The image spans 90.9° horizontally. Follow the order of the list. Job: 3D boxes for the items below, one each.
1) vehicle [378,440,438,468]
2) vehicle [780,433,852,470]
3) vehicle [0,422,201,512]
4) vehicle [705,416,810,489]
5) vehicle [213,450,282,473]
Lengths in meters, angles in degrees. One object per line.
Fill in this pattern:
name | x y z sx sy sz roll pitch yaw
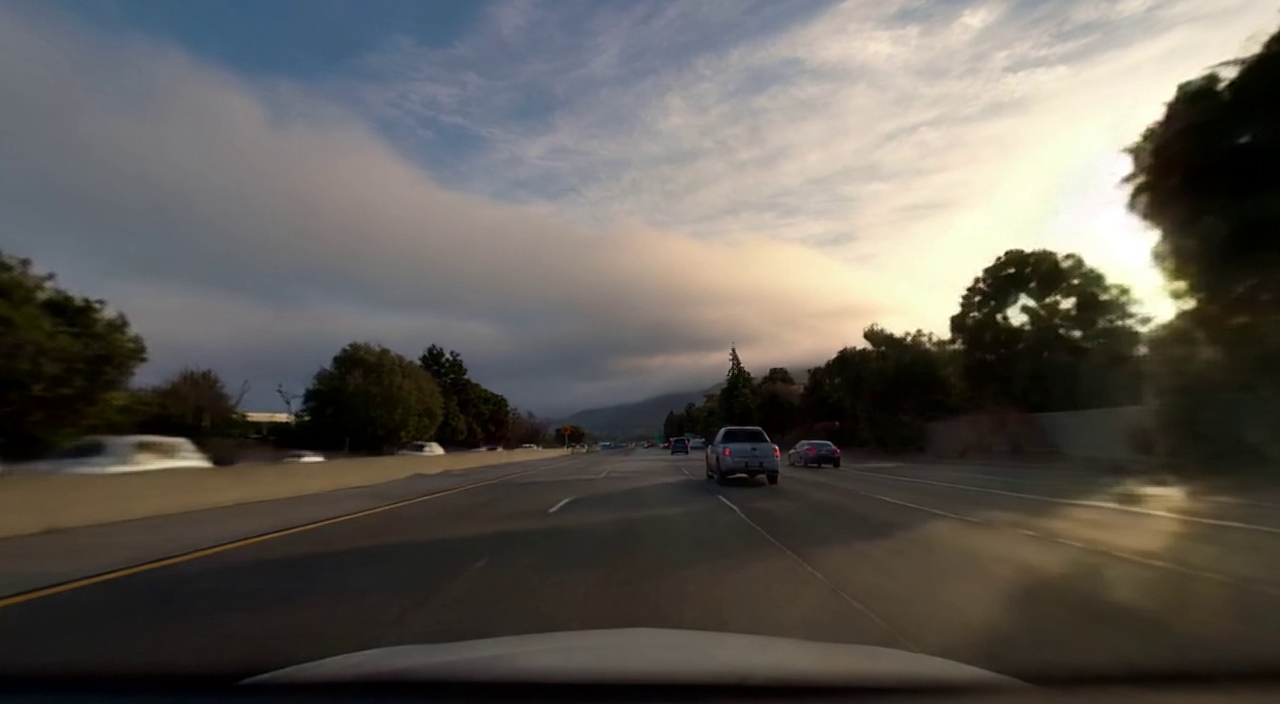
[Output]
vehicle | -14.291 6.291 39.114 1.978 1.626 4.596 0 -8 0
vehicle | 8.439 4.797 30.650 2.045 1.658 4.598 0 -8 -2
vehicle | -14.160 2.775 15.810 2.297 1.834 5.498 0 -8 0
vehicle | 3.471 3.135 19.967 2.218 1.964 5.662 0 -8 0
vehicle | -28.503 7.958 45.996 1.902 1.475 4.778 -1 -8 0
